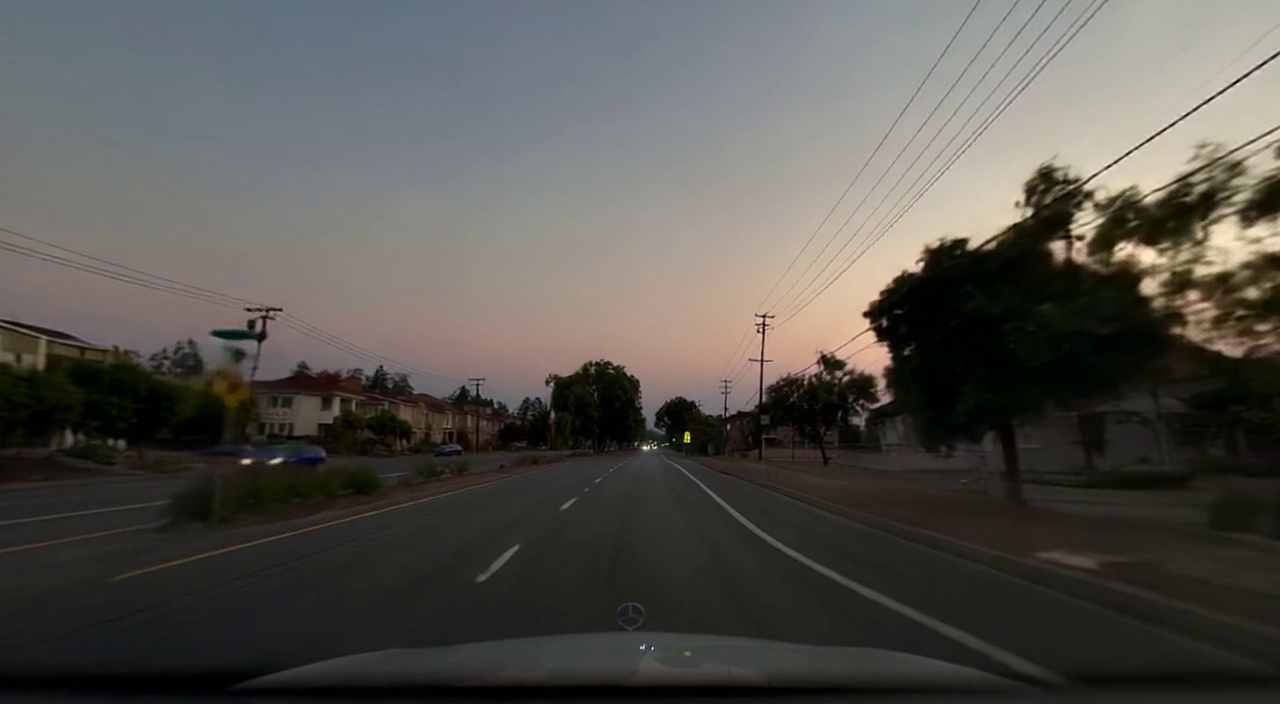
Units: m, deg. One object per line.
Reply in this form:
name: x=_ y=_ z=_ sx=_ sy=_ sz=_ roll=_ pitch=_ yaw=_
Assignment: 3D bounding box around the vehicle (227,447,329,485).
vehicle: x=-15.021 y=4.720 z=26.496 sx=1.808 sy=1.466 sz=4.420 roll=0 pitch=-9 yaw=-2
